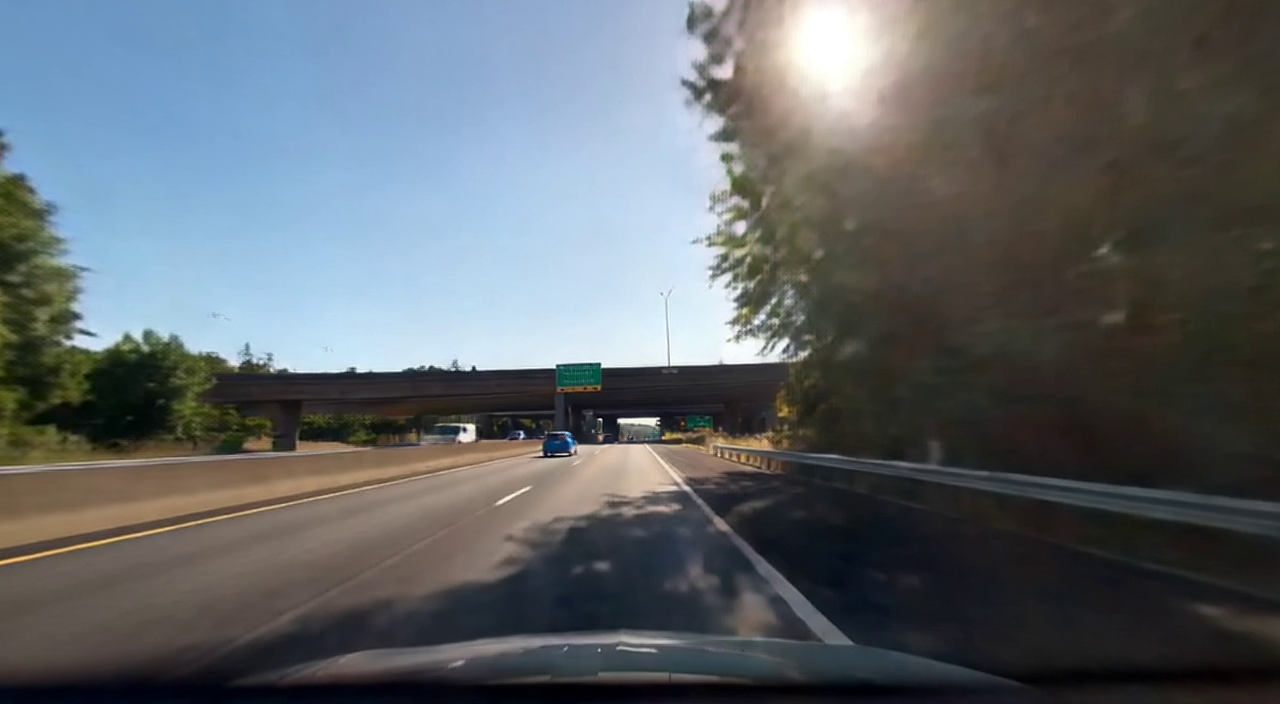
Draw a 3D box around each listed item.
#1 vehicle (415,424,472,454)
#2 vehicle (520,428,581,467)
[{"bbox_3d":[-13.852,6.165,44.755,2.341,1.969,5.181,0,-8,0],"label":"vehicle"},{"bbox_3d":[-4.002,4.342,29.013,2.086,1.624,4.607,0,-8,1],"label":"vehicle"}]
